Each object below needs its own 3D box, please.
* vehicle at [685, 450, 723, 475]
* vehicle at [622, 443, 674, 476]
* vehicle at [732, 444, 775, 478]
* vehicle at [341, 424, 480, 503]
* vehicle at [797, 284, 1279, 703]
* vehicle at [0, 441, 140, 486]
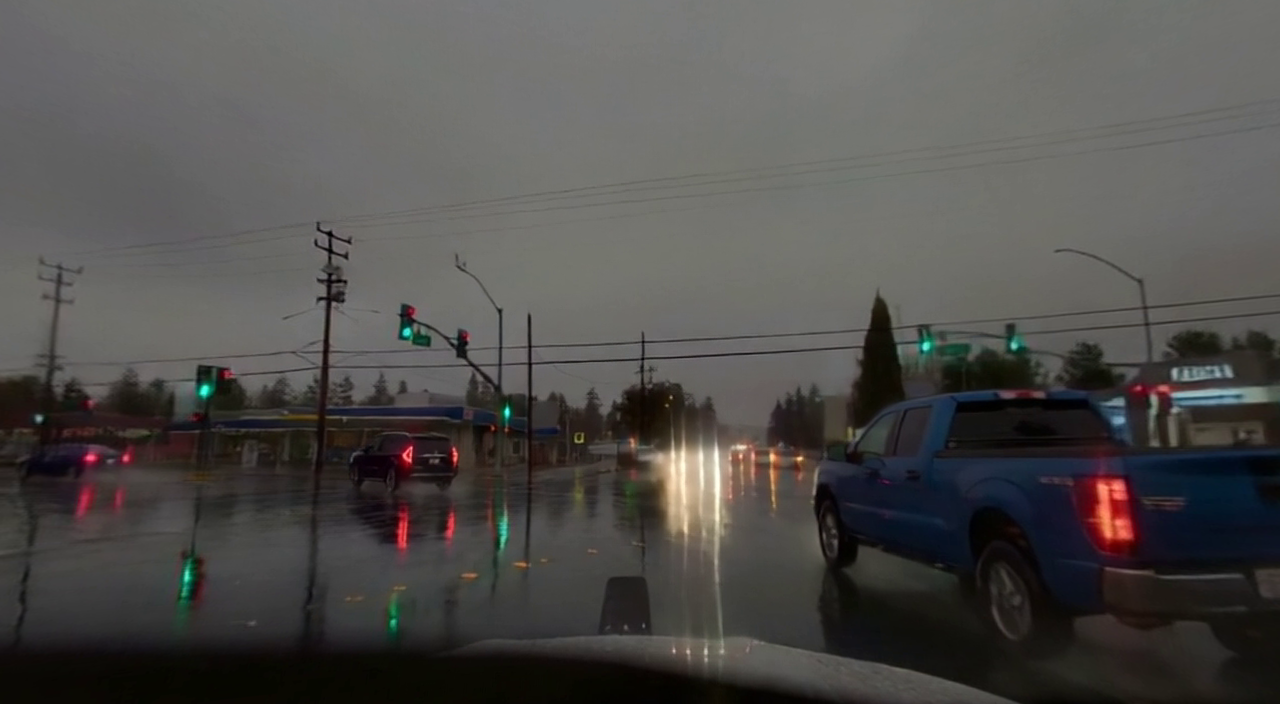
[{"bbox_3d":[4.109,6.974,39.963,1.856,1.448,4.455,-2,-9,12],"label":"vehicle"},{"bbox_3d":[0.578,6.693,39.631,2.303,1.895,5.301,-2,-9,11],"label":"vehicle"},{"bbox_3d":[6.378,5.975,34.931,2.089,1.737,4.720,-2,-9,13],"label":"vehicle"},{"bbox_3d":[-6.460,2.994,17.369,2.141,1.842,4.889,6,-11,-37],"label":"vehicle"},{"bbox_3d":[3.048,1.029,4.844,2.036,1.818,5.192,0,-8,-4],"label":"vehicle"},{"bbox_3d":[-23.555,4.573,26.079,4.498,1.725,1.921,-2,-9,12],"label":"vehicle"}]
